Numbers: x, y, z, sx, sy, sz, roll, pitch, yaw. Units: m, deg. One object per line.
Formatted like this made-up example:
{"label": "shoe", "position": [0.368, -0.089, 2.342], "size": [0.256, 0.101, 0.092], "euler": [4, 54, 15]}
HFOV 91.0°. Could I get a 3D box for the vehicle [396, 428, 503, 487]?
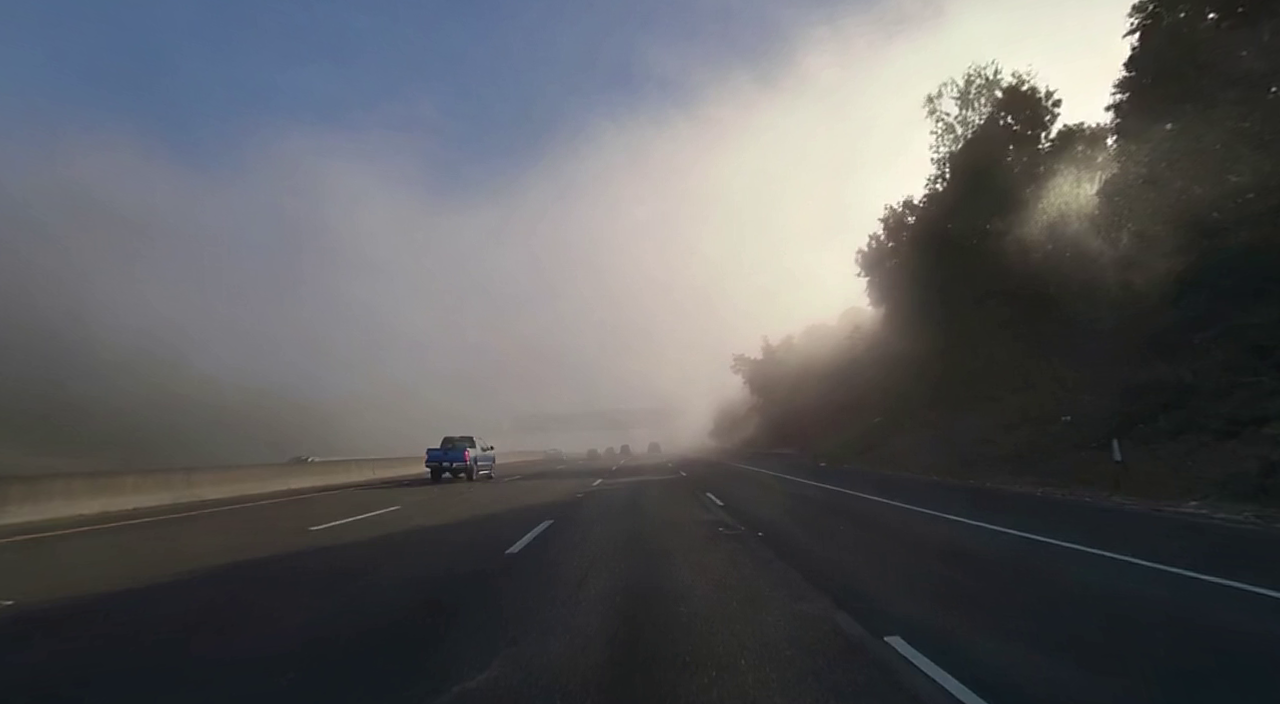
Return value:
{"label": "vehicle", "position": [-6.874, 3.903, 23.509], "size": [2.260, 1.917, 5.499], "euler": [0, -9, 0]}
